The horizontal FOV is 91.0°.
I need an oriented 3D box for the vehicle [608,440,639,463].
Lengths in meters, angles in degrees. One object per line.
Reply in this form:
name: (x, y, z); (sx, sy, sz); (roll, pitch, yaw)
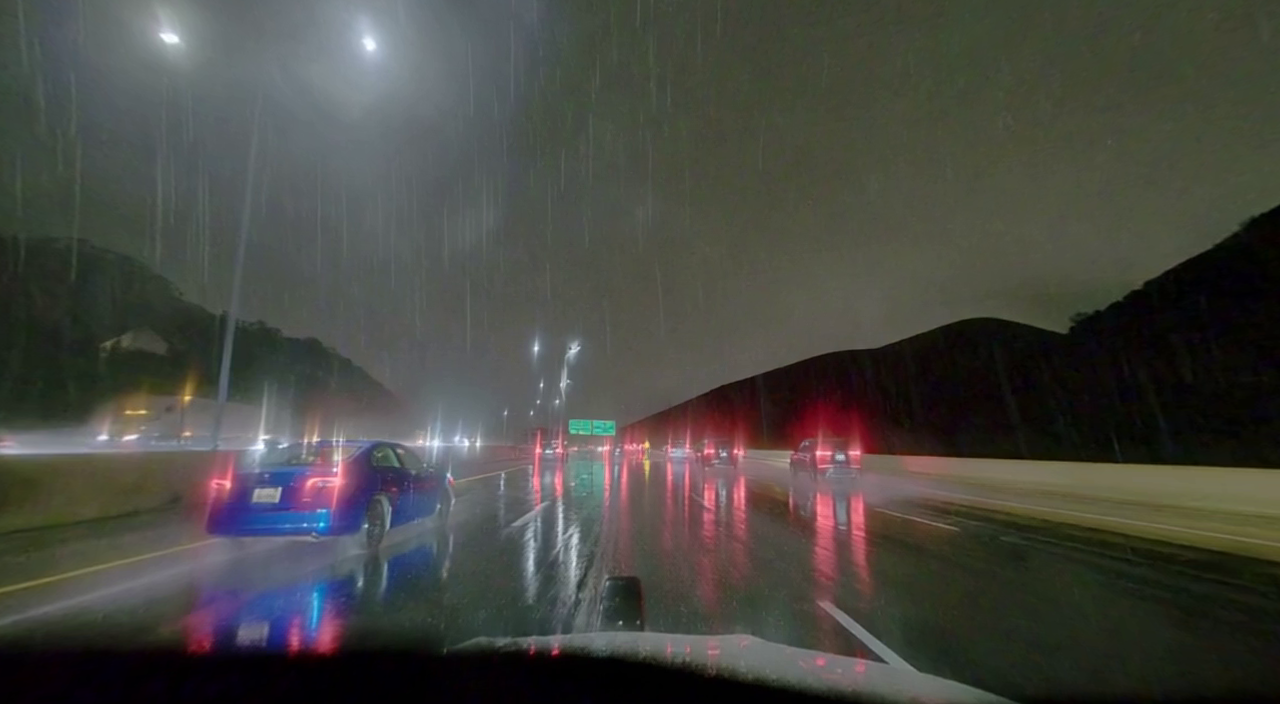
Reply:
vehicle: (-1.177, 7.248, 45.899); (2.147, 1.572, 4.094); (0, -9, 0)

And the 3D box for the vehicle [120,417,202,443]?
vehicle: (-31.587, 5.203, 41.711); (1.787, 1.529, 4.656); (1, -9, 0)

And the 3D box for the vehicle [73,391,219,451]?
vehicle: (-36.256, 5.282, 46.947); (3.054, 3.912, 9.656); (1, -8, -1)

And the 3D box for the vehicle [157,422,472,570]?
vehicle: (-3.949, 1.815, 8.699); (1.993, 1.500, 4.248); (0, -9, 1)

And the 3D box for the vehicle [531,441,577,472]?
vehicle: (-4.325, 5.356, 32.358); (1.796, 1.464, 3.839); (0, -9, 0)

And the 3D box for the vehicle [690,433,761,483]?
vehicle: (3.344, 4.282, 25.627); (2.222, 1.820, 4.733); (0, -9, 0)
